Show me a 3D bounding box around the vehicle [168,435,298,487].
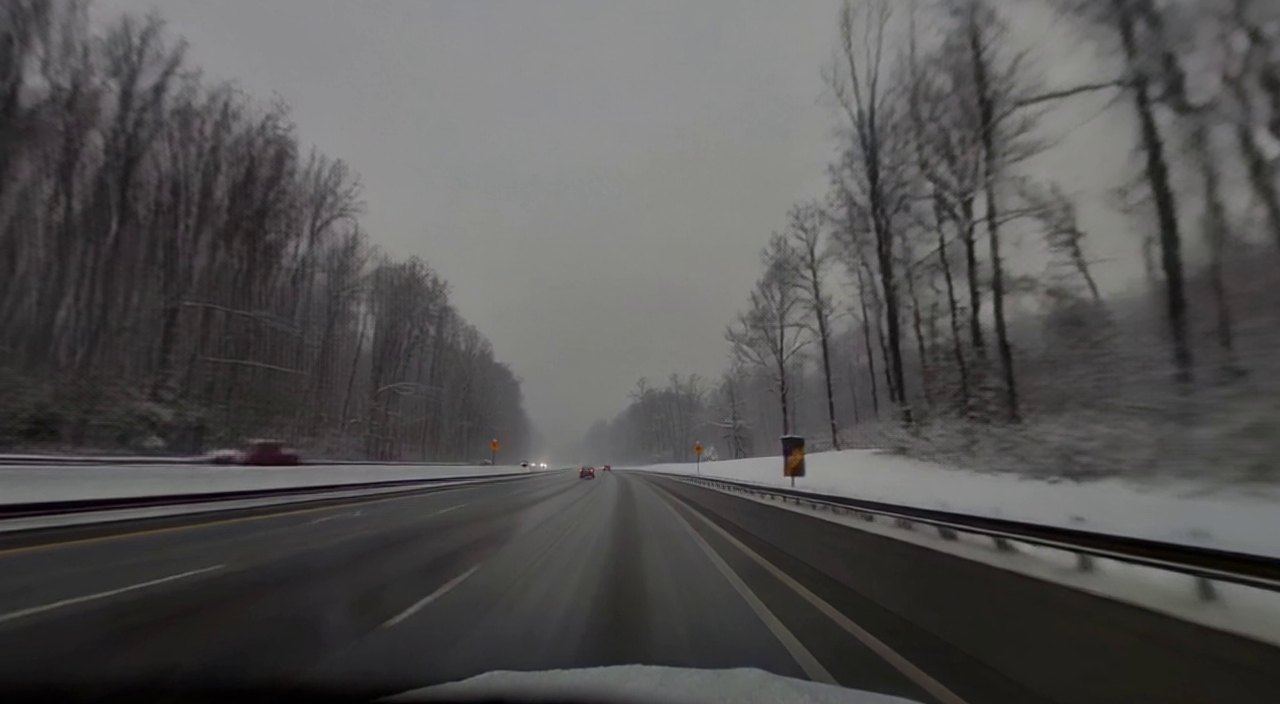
[{"bbox_3d":[-16.680,4.560,26.219,2.120,1.902,4.900,1,-10,-1],"label":"vehicle"}]
